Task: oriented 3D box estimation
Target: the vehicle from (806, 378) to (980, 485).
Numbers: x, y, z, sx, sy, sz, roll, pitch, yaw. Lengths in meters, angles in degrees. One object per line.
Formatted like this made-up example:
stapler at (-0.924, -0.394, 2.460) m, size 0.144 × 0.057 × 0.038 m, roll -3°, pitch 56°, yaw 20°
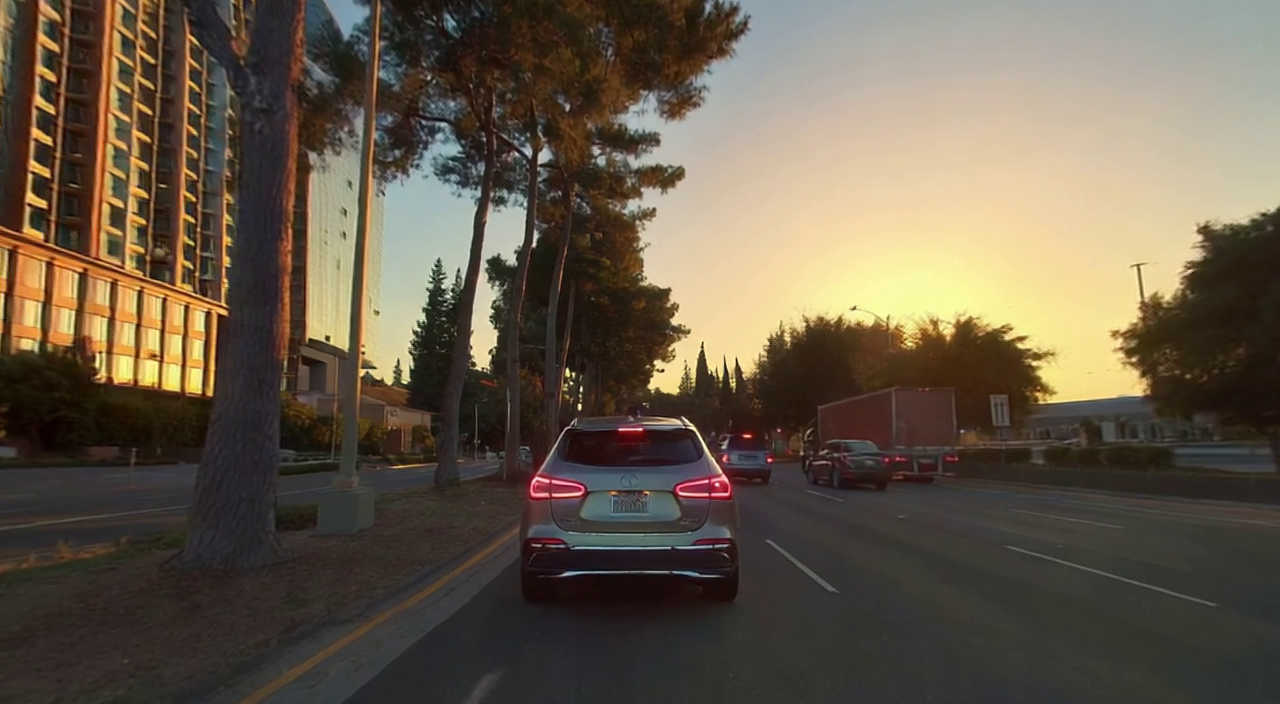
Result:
vehicle at (10.942, 3.792, 29.089) m, size 3.025 × 3.993 × 11.243 m, roll 0°, pitch -9°, yaw -2°

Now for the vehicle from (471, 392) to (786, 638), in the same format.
vehicle at (-0.100, 1.428, 6.452) m, size 2.172 × 1.694 × 4.055 m, roll 0°, pitch -9°, yaw -1°

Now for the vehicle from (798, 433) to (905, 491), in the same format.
vehicle at (7.266, 3.823, 22.160) m, size 2.024 × 1.810 × 4.807 m, roll 0°, pitch -9°, yaw -1°
